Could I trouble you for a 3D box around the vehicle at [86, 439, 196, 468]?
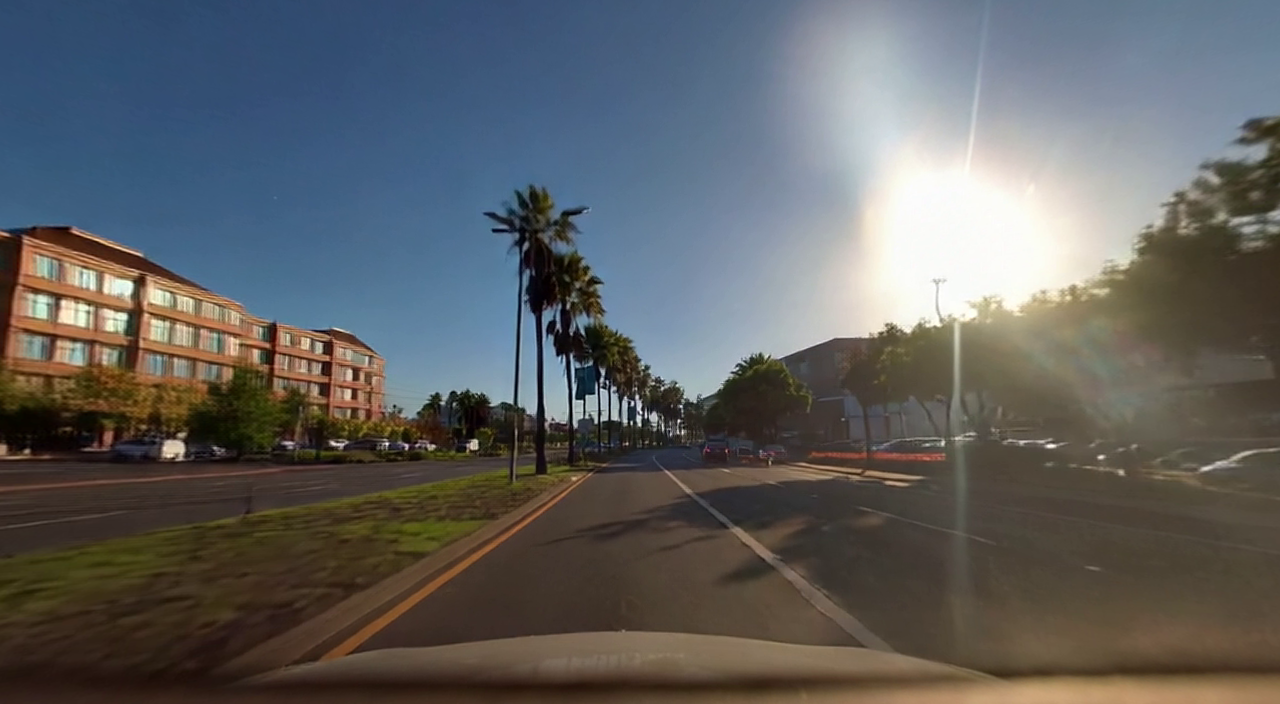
[{"bbox_3d":[-36.074,7.365,45.672,5.711,2.003,2.550,0,-8,-1],"label":"vehicle"}]
